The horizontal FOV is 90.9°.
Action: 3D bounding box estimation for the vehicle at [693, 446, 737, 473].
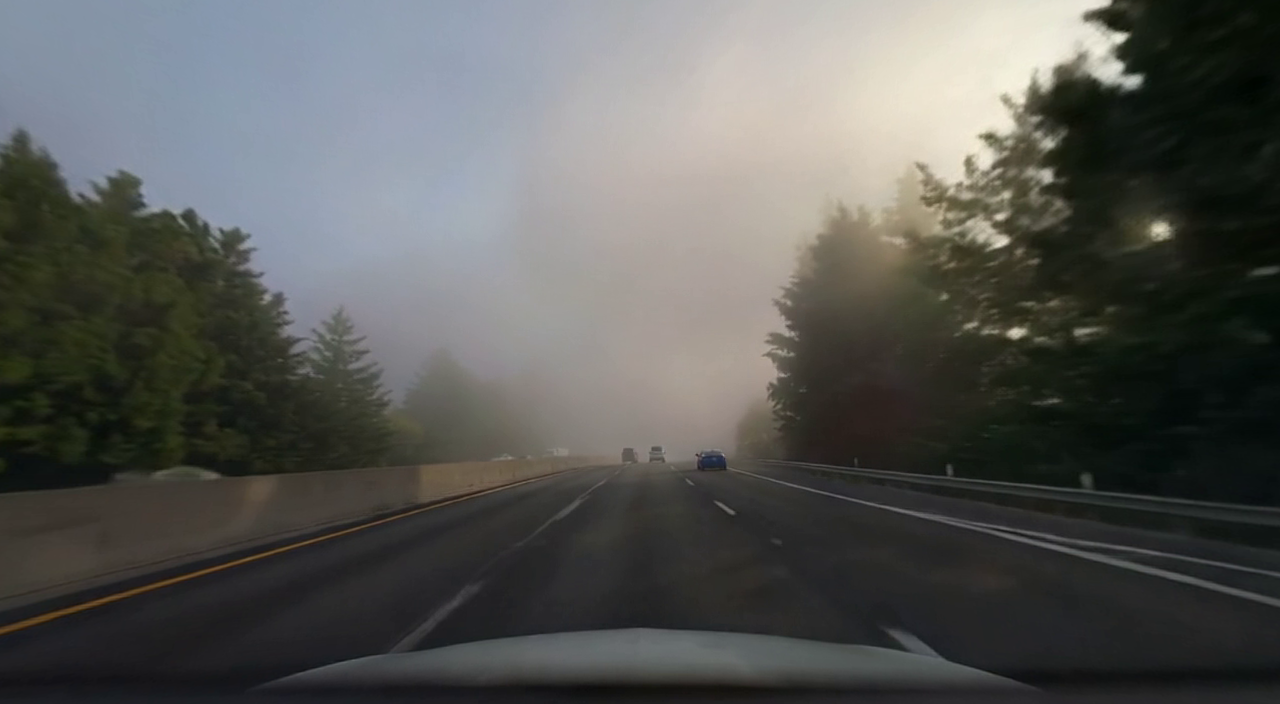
[{"bbox_3d":[4.505,6.550,38.530,2.175,1.574,3.943,0,-9,0],"label":"vehicle"}]
